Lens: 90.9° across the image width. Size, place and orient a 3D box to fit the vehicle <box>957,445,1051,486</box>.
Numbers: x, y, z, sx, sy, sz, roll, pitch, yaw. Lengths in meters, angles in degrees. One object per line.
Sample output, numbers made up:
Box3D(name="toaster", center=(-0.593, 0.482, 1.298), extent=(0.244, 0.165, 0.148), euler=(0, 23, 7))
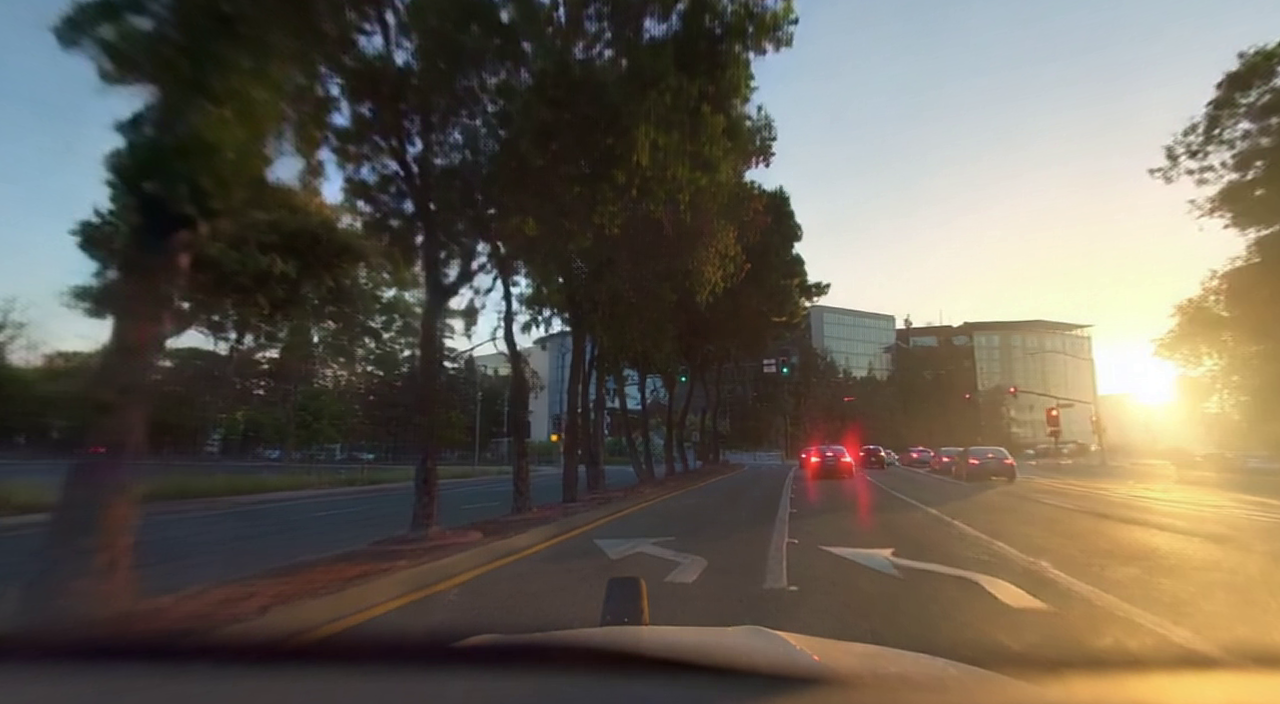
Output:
Box3D(name="vehicle", center=(13.924, 4.315, 24.389), extent=(1.884, 1.422, 4.262), euler=(-2, -9, 13))

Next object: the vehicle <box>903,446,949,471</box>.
Box3D(name="vehicle", center=(18.547, 6.877, 41.094), extent=(1.901, 1.484, 4.093), euler=(-2, -8, 13))

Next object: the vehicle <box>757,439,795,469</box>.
Box3D(name="vehicle", center=(8.897, 6.607, 41.001), extent=(2.245, 1.800, 4.522), euler=(-2, -8, 13))

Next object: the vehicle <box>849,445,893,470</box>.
Box3D(name="vehicle", center=(14.733, 6.716, 40.455), extent=(2.063, 1.476, 4.361), euler=(-2, -9, 13))

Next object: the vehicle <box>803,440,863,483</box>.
Box3D(name="vehicle", center=(7.727, 4.376, 25.551), extent=(2.078, 1.578, 4.107), euler=(-2, -9, 14))
